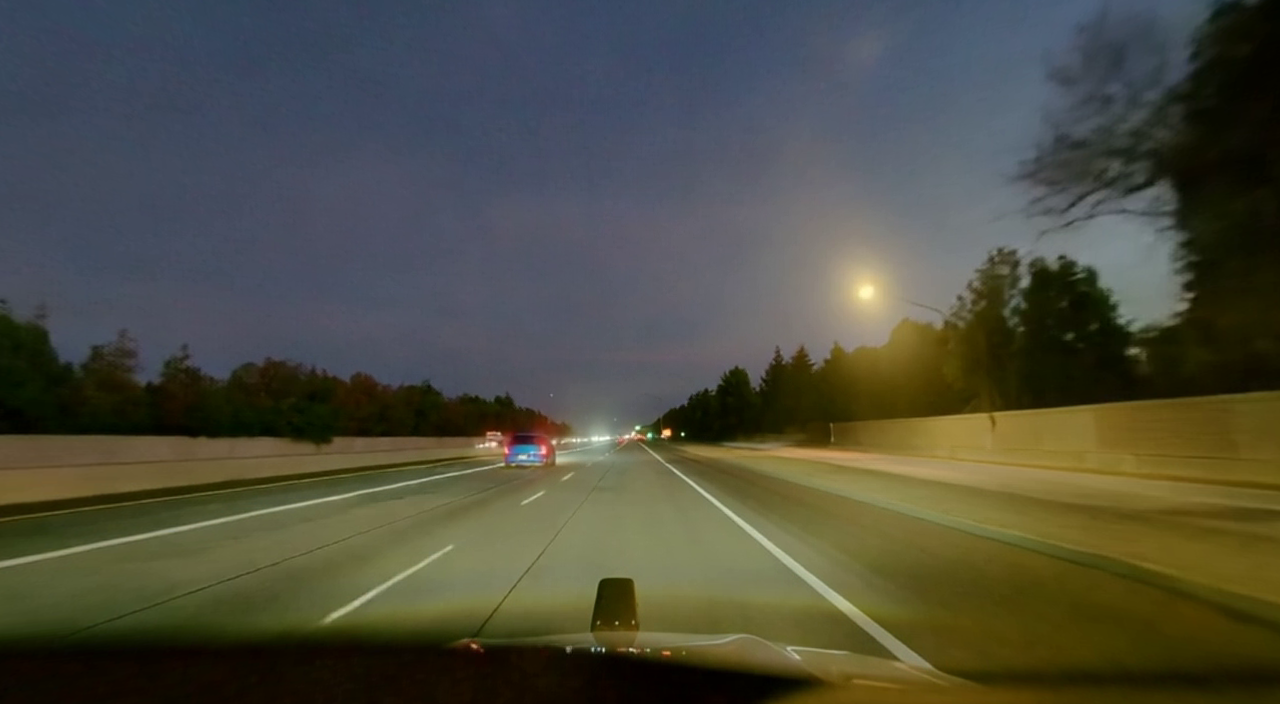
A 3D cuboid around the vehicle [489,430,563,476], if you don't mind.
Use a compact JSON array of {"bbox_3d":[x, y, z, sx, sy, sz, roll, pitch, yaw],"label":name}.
[{"bbox_3d":[-4.420,3.954,25.134,2.129,1.641,4.263,0,-7,0],"label":"vehicle"}]
